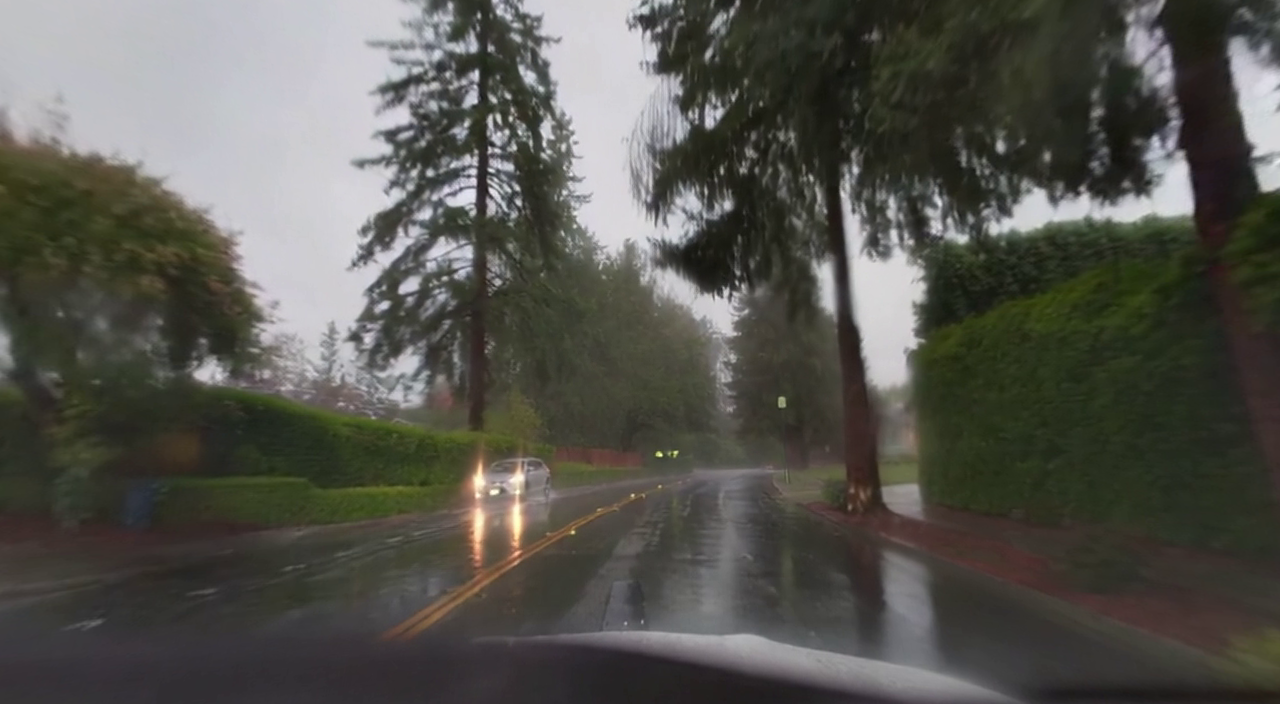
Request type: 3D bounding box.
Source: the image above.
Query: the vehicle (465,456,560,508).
[{"bbox_3d":[-4.546,4.780,23.289,2.002,1.601,5.012,-3,-11,6],"label":"vehicle"}]
